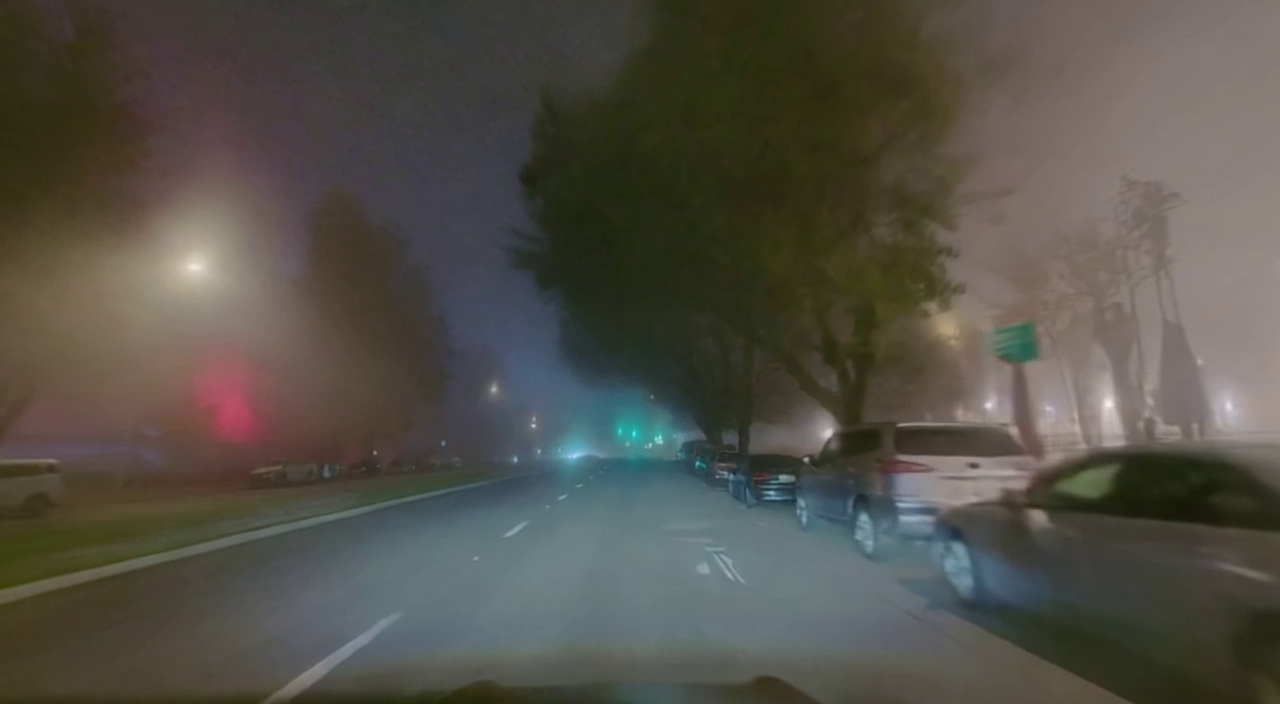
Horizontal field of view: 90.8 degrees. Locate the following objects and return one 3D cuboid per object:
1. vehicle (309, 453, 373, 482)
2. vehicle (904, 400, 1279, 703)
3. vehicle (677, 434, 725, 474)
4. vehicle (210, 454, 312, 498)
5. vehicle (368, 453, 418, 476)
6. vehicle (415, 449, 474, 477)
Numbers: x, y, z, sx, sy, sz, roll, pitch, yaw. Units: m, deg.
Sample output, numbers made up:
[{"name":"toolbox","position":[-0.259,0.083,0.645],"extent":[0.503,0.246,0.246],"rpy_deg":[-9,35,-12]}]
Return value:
[{"name":"vehicle","position":[-18.226,7.037,38.740],"extent":[1.826,1.544,4.680],"rpy_deg":[0,-8,-2]},{"name":"vehicle","position":[3.371,1.104,3.505],"extent":[1.924,1.492,4.587],"rpy_deg":[0,-8,1]},{"name":"vehicle","position":[3.114,5.294,33.037],"extent":[1.935,1.920,4.397],"rpy_deg":[0,-8,-2]},{"name":"vehicle","position":[-14.523,4.726,24.448],"extent":[1.656,1.488,3.677],"rpy_deg":[0,-8,-1]},{"name":"vehicle","position":[-18.127,8.247,46.578],"extent":[1.932,1.510,4.685],"rpy_deg":[0,-8,-2]},{"name":"vehicle","position":[-11.442,6.495,37.370],"extent":[1.982,1.515,4.648],"rpy_deg":[0,-8,0]}]
